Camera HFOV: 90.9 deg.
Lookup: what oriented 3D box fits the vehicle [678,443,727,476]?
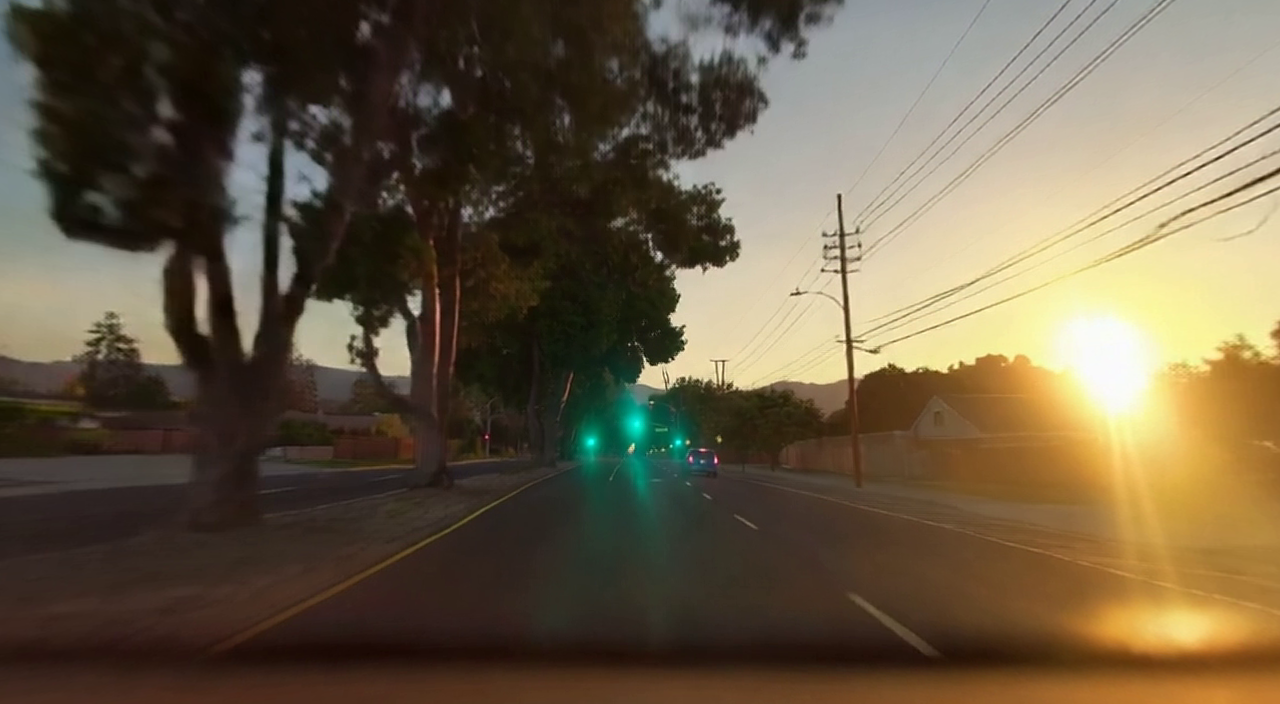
[{"bbox_3d":[3.519,6.140,36.334,2.240,1.781,4.433,0,-9,-1],"label":"vehicle"}]
